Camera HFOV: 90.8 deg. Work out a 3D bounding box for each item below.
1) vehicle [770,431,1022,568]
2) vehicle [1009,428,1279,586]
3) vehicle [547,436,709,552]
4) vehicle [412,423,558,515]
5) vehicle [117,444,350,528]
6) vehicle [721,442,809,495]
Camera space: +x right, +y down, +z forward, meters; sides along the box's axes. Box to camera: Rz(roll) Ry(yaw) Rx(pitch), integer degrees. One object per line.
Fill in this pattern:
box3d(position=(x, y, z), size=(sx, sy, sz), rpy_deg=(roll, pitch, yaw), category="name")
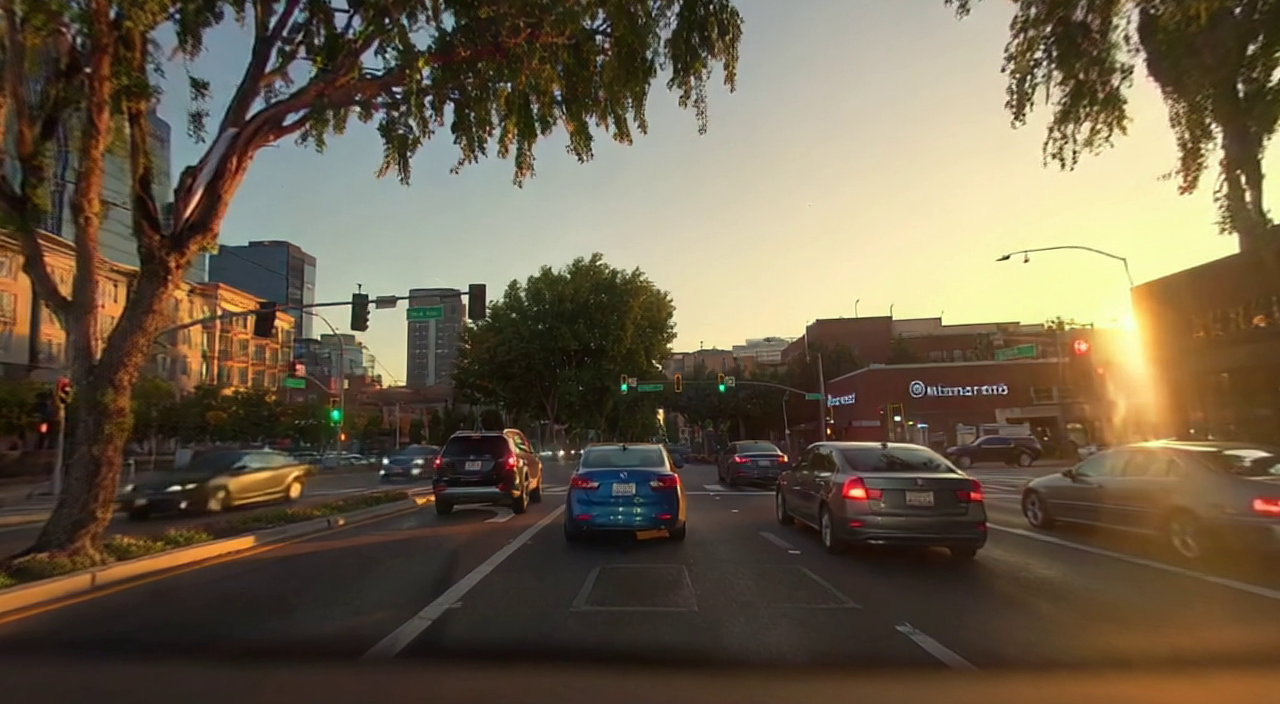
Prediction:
box3d(position=(3.282, 1.948, 9.177), size=(2.020, 1.513, 4.120), rpy_deg=(0, -8, 2), category="vehicle")
box3d(position=(7.207, 1.807, 8.224), size=(2.004, 1.508, 4.646), rpy_deg=(0, -8, 0), category="vehicle")
box3d(position=(-0.120, 2.118, 10.157), size=(2.098, 1.477, 3.897), rpy_deg=(0, -8, 1), category="vehicle")
box3d(position=(-3.438, 2.712, 15.224), size=(2.160, 1.823, 5.115), rpy_deg=(0, -8, 1), category="vehicle")
box3d(position=(-8.330, 2.738, 13.607), size=(2.045, 1.438, 4.480), rpy_deg=(0, -8, 0), category="vehicle")
box3d(position=(3.820, 3.614, 20.139), size=(1.888, 1.472, 4.528), rpy_deg=(0, -8, 0), category="vehicle")
